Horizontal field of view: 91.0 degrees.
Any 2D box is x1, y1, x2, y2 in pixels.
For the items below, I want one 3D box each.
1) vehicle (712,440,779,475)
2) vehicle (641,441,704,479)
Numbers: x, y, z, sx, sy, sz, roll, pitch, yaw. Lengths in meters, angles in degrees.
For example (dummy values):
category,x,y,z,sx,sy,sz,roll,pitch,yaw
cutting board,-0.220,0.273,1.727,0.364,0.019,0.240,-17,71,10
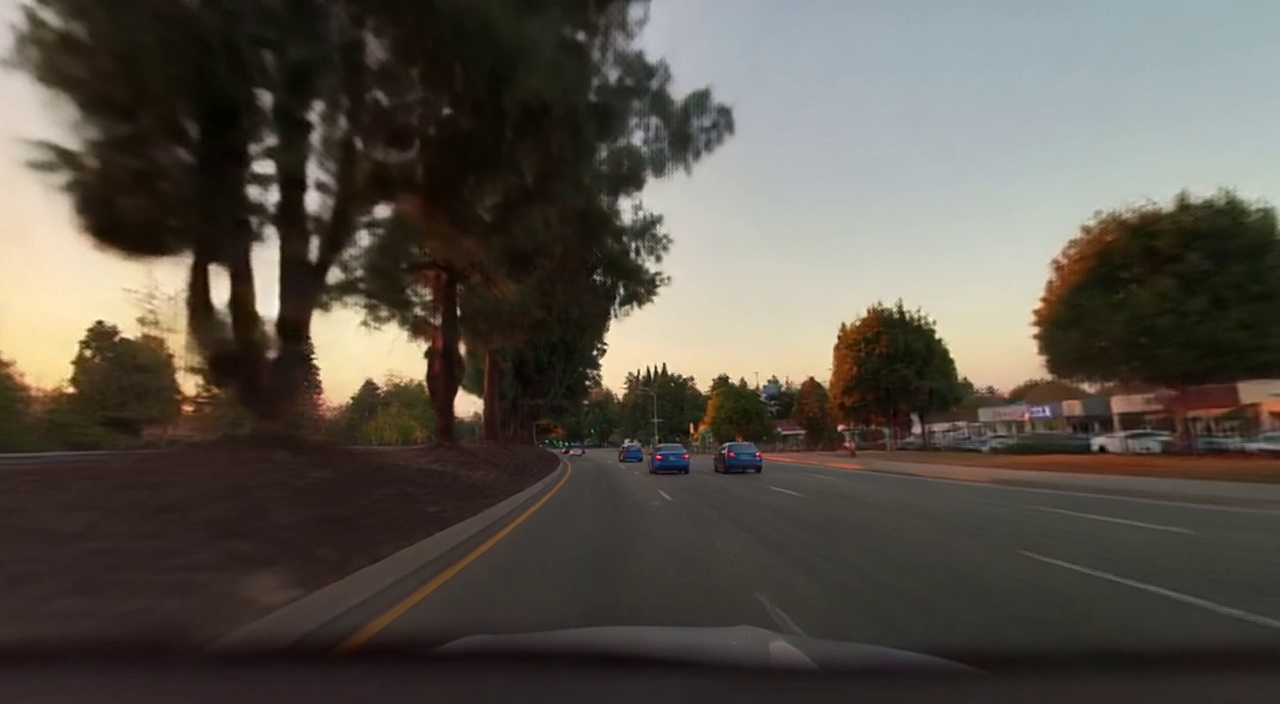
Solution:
category,x,y,z,sx,sy,sz,roll,pitch,yaw
vehicle,4.730,4.795,28.981,1.901,1.474,4.363,1,-8,-6
vehicle,1.281,4.536,26.748,2.077,1.464,4.134,1,-8,-6
